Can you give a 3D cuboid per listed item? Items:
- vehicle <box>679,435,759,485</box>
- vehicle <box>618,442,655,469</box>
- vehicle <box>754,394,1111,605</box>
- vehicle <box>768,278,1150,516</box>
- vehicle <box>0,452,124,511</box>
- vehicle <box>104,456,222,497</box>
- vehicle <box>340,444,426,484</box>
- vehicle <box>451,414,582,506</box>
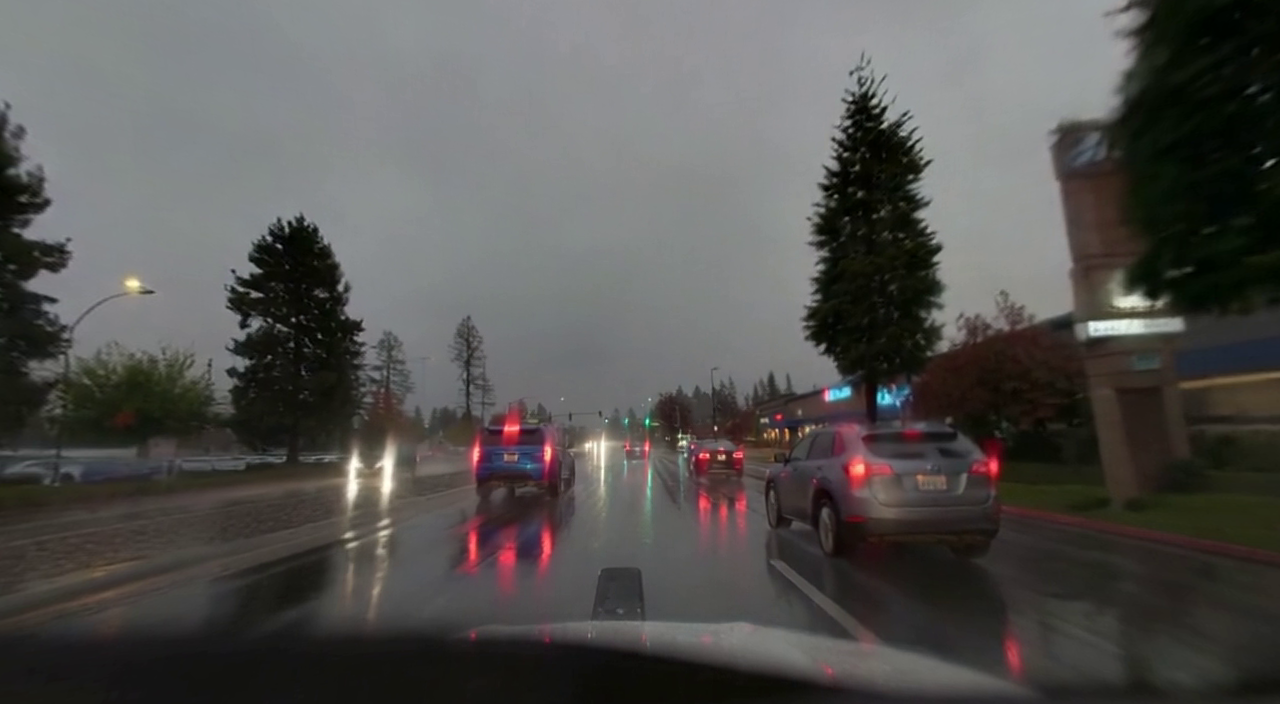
[{"bbox_3d":[2.700,3.857,22.826,2.174,1.596,4.779,0,-8,-2],"label":"vehicle"},{"bbox_3d":[-0.228,6.054,37.074,2.008,1.464,4.052,0,-8,-1],"label":"vehicle"},{"bbox_3d":[2.823,1.538,7.467,2.018,1.719,4.369,0,-8,-1],"label":"vehicle"},{"bbox_3d":[7.136,1.932,19.099,2.878,4.158,16.287,0,-8,-1],"label":"vehicle"},{"bbox_3d":[-22.320,4.749,23.645,1.931,1.908,4.694,0,-8,0],"label":"vehicle"},{"bbox_3d":[-22.128,5.748,29.557,1.908,1.711,4.461,0,-8,1],"label":"vehicle"},{"bbox_3d":[-11.715,5.104,29.156,2.134,1.661,4.374,0,-8,0],"label":"vehicle"},{"bbox_3d":[-3.031,2.836,16.967,2.368,2.037,5.319,0,-8,1],"label":"vehicle"}]
